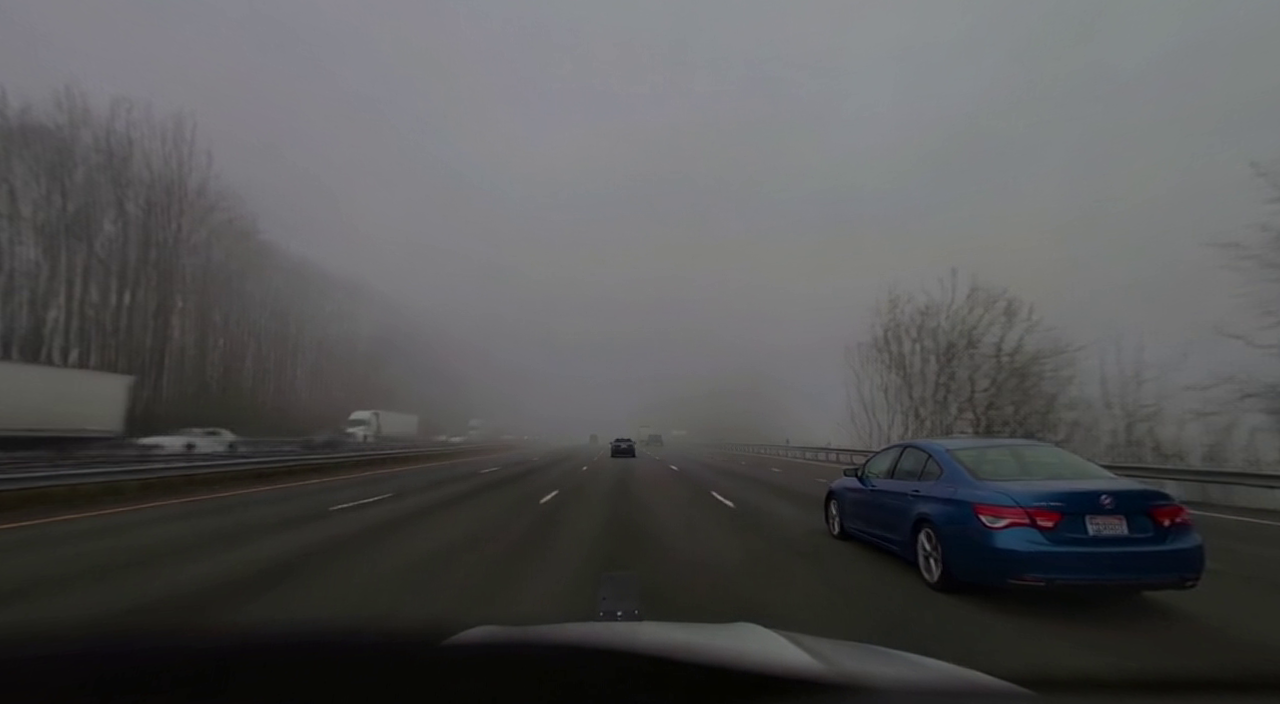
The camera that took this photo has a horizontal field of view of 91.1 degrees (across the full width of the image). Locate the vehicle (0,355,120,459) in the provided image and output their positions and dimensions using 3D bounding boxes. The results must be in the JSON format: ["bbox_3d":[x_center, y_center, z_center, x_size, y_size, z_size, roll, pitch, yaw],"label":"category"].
[{"bbox_3d":[-25.887,1.924,22.652,2.867,3.948,13.749,0,-8,-1],"label":"vehicle"}]

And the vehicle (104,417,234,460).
[{"bbox_3d":[-18.492,3.427,24.976,1.980,1.549,4.156,0,-8,-1],"label":"vehicle"}]

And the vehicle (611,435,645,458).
[{"bbox_3d":[-0.804,6.221,41.653,2.121,1.445,4.187,0,-8,-2],"label":"vehicle"}]

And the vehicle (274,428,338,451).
[{"bbox_3d":[-22.479,5.912,42.507,1.905,1.510,4.507,0,-8,-1],"label":"vehicle"}]
